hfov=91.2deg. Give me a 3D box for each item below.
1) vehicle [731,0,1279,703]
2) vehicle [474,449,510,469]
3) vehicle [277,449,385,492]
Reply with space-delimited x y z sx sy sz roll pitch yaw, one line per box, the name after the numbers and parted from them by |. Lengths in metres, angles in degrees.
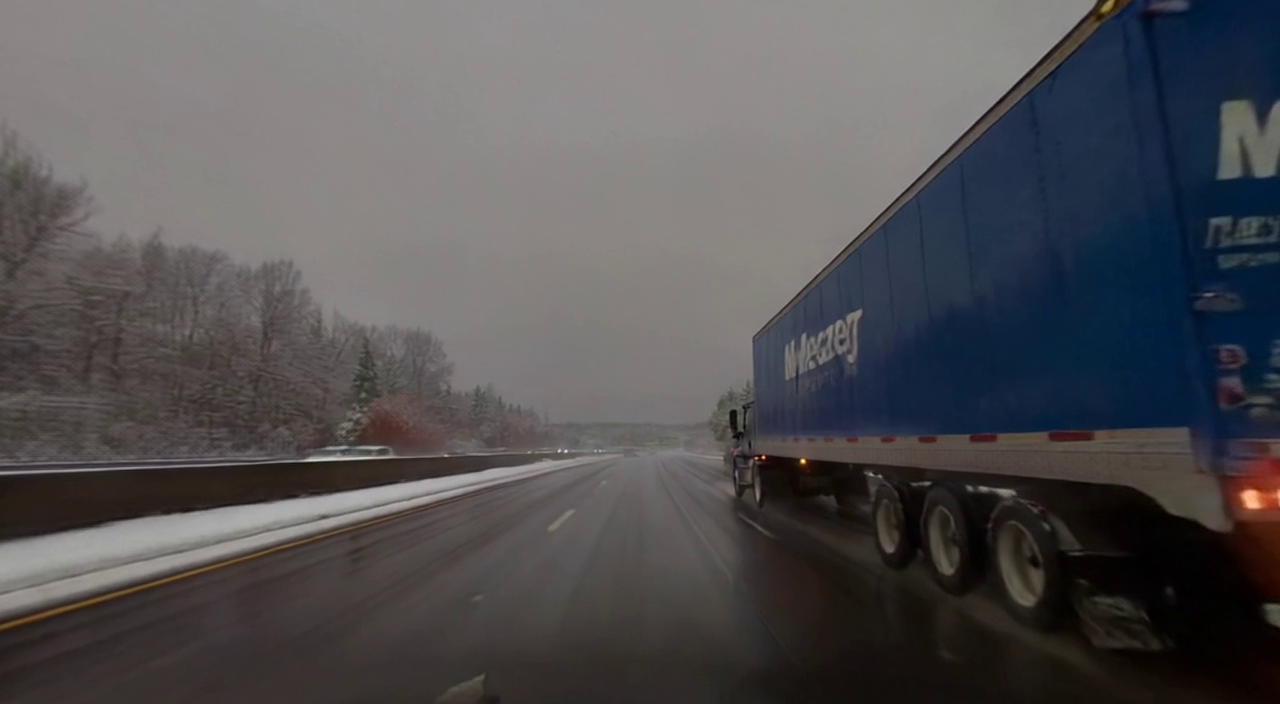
4.119 0.817 9.753 3.003 3.880 16.814 0 -9 0 | vehicle
-11.351 8.224 48.401 1.810 1.461 3.796 0 -9 1 | vehicle
-11.789 4.505 24.264 1.911 1.494 4.303 0 -9 1 | vehicle
